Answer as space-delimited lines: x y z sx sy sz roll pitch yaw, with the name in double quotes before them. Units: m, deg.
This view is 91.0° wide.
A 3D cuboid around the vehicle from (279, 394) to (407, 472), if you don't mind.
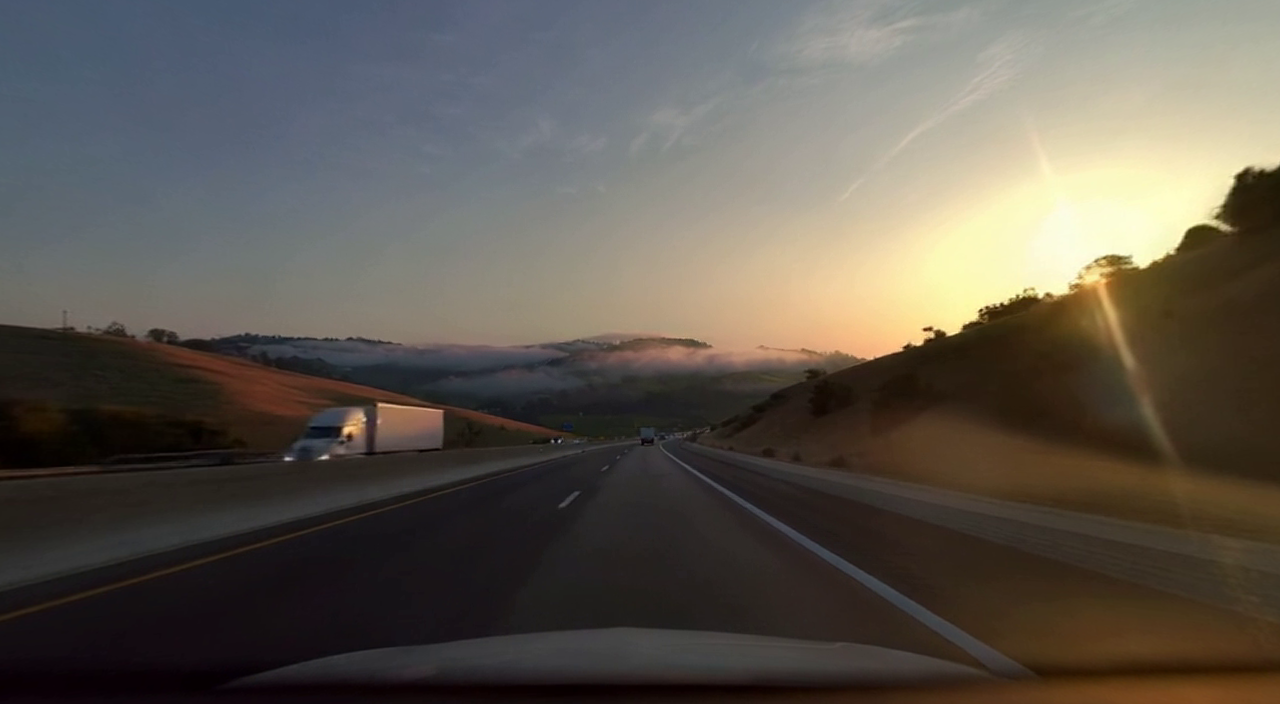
"vehicle" -17.766 5.041 38.771 2.929 4.024 9.958 -3 -8 1
